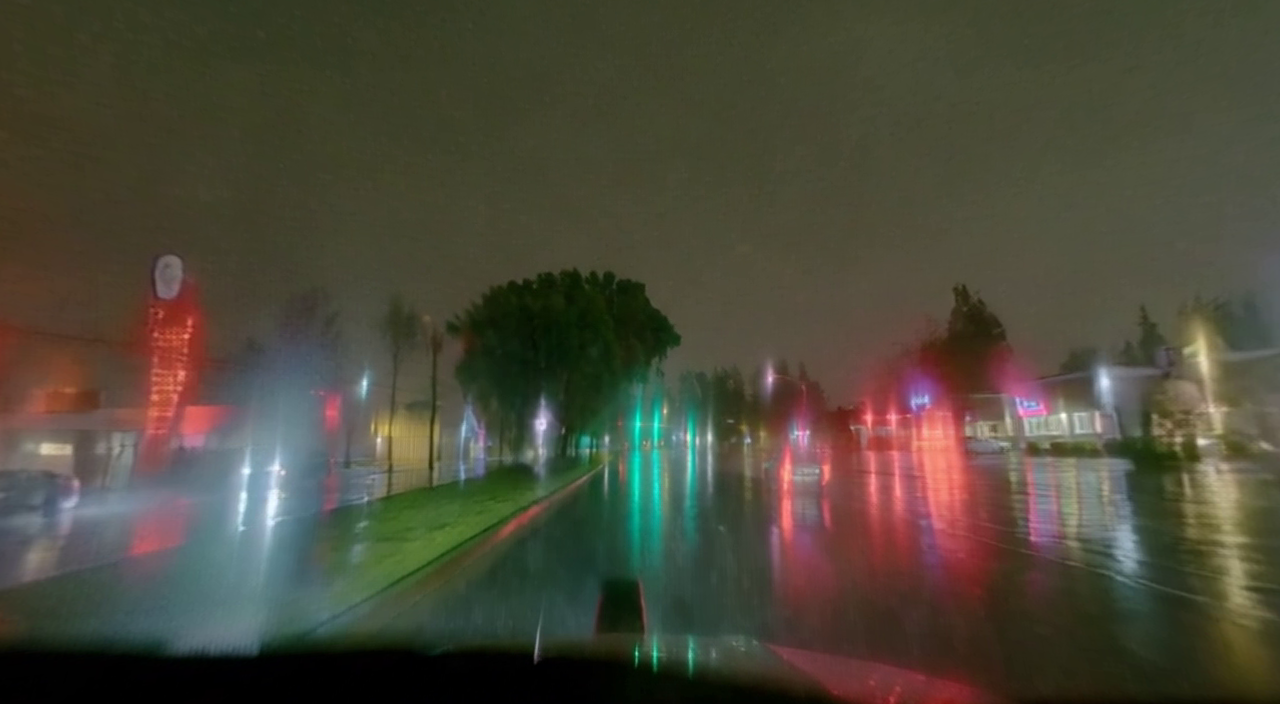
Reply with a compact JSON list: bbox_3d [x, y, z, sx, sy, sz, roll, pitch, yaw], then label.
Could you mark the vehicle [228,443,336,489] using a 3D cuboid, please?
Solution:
[{"bbox_3d":[-19.449,6.159,34.771,2.648,2.106,6.148,-2,-8,-3],"label":"vehicle"}]
